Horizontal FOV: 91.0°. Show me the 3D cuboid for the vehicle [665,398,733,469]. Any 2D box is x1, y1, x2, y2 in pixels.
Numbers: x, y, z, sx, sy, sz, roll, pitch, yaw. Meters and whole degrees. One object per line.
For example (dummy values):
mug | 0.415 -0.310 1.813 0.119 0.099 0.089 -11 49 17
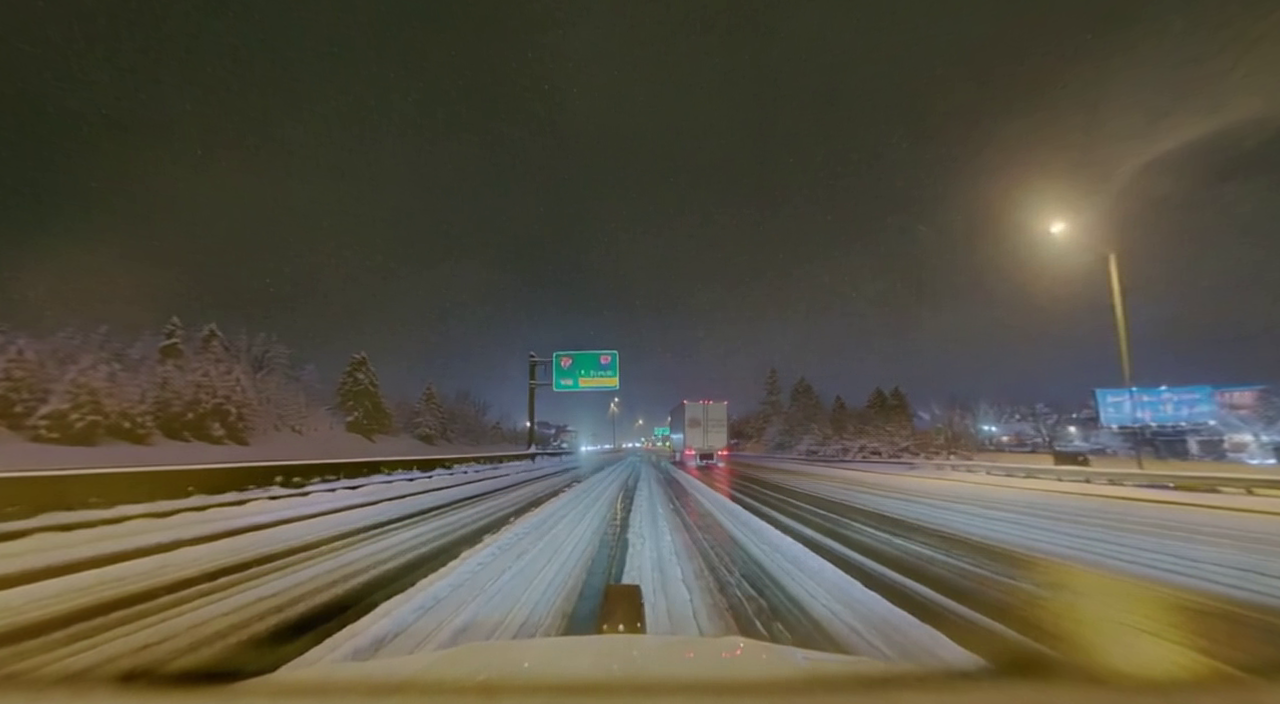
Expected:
vehicle | 3.819 6.094 45.511 3.247 4.224 15.996 0 -9 -1
